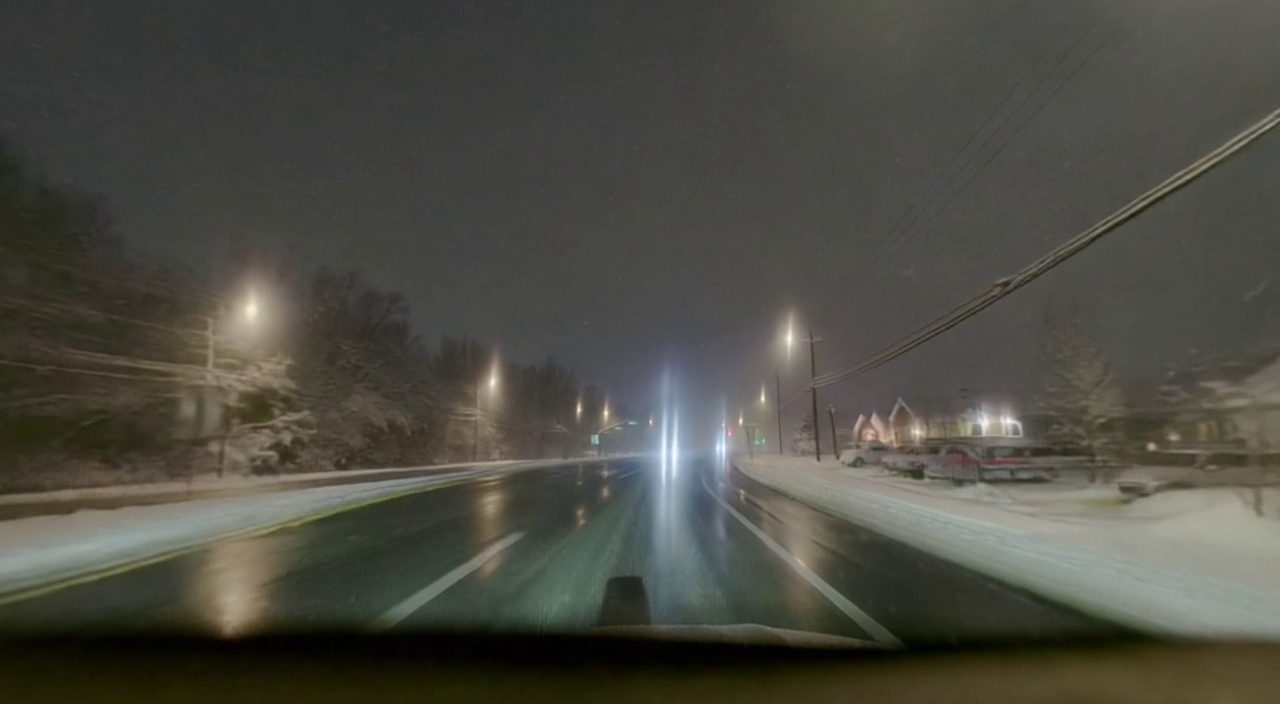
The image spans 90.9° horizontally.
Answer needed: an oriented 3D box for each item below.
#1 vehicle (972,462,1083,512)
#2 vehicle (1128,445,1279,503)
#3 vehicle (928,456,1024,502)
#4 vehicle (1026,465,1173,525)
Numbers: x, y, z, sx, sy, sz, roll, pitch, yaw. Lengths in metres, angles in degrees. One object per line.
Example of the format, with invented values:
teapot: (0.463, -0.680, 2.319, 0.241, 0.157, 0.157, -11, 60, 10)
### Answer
vehicle: (13.975, 4.775, 22.651, 4.514, 1.495, 1.748, 6, -11, -36)
vehicle: (21.483, 4.420, 23.448, 2.119, 1.874, 4.855, 2, -9, -13)
vehicle: (14.125, 5.228, 26.391, 4.456, 1.693, 2.017, 8, -12, -42)
vehicle: (14.006, 4.247, 19.151, 4.475, 1.492, 1.925, 5, -10, -31)
